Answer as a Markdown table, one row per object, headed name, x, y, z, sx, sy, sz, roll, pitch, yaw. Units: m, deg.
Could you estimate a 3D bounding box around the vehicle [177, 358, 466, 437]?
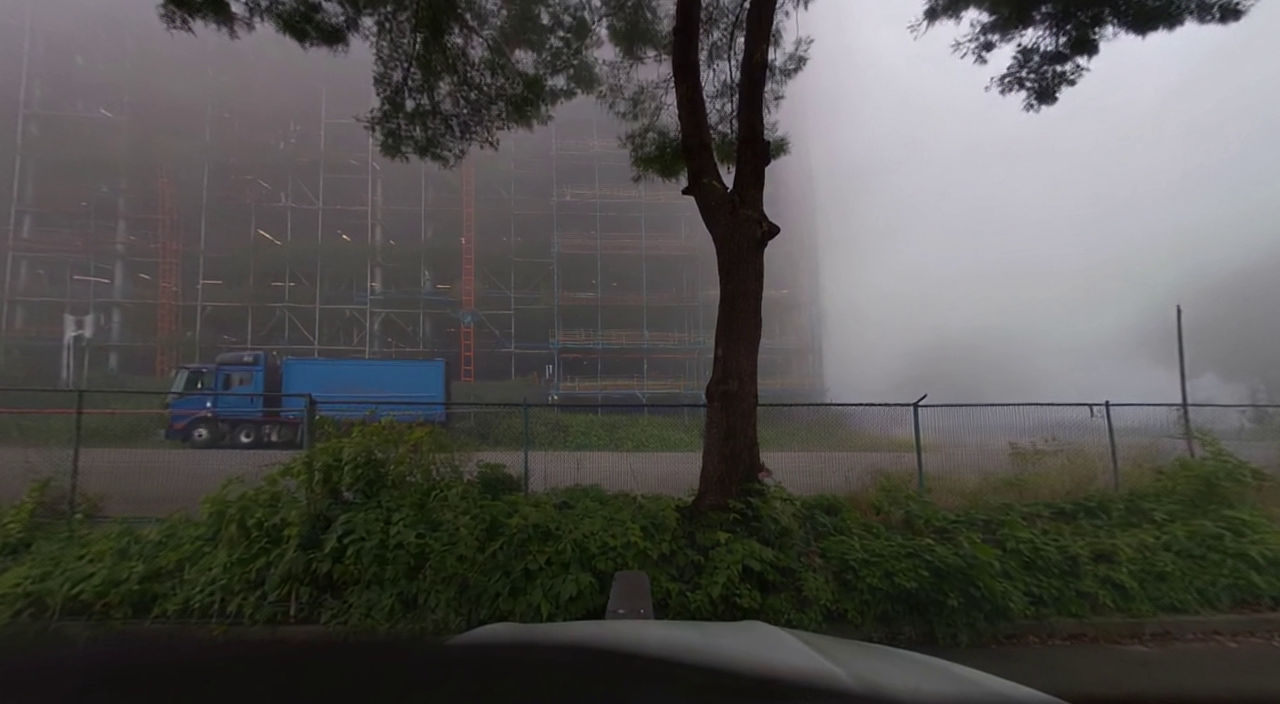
| name | x | y | z | sx | sy | sz | roll | pitch | yaw |
| --- | --- | --- | --- | --- | --- | --- | --- | --- | --- |
| vehicle | -17.218 | 2.676 | 35.219 | 14.067 | 4.099 | 2.832 | 1 | -9 | -7 |
